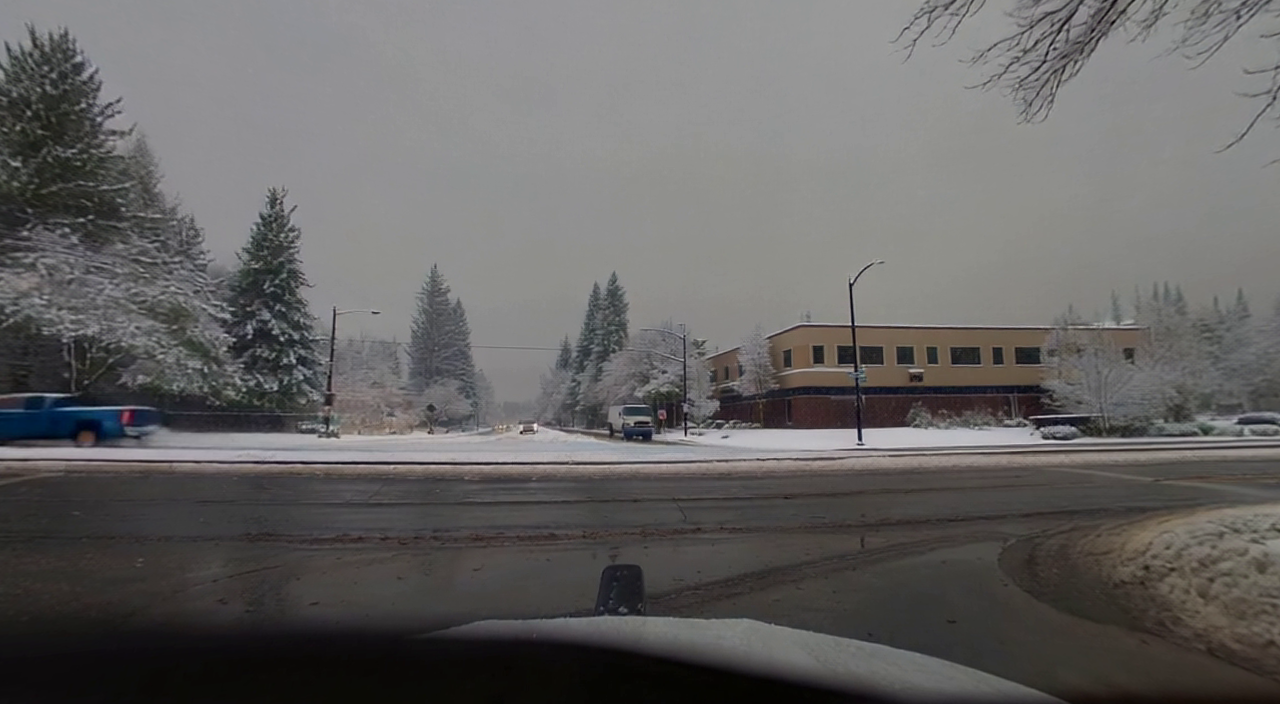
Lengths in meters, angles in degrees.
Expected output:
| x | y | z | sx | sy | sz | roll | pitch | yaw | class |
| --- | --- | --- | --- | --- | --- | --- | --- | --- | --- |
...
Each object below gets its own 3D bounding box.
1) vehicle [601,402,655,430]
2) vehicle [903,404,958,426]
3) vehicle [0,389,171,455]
| x | y | z | sx | sy | sz | roll | pitch | yaw | class |
| --- | --- | --- | --- | --- | --- | --- | --- | --- | --- |
| -1.023 | 5.007 | 48.372 | 2.435 | 1.858 | 5.585 | 3 | -9 | -21 | vehicle |
| 22.622 | 4.917 | 48.804 | 4.674 | 1.483 | 1.745 | 6 | -10 | -36 | vehicle |
| -17.603 | 2.129 | 18.677 | 5.333 | 1.837 | 2.124 | 1 | -9 | -7 | vehicle |
